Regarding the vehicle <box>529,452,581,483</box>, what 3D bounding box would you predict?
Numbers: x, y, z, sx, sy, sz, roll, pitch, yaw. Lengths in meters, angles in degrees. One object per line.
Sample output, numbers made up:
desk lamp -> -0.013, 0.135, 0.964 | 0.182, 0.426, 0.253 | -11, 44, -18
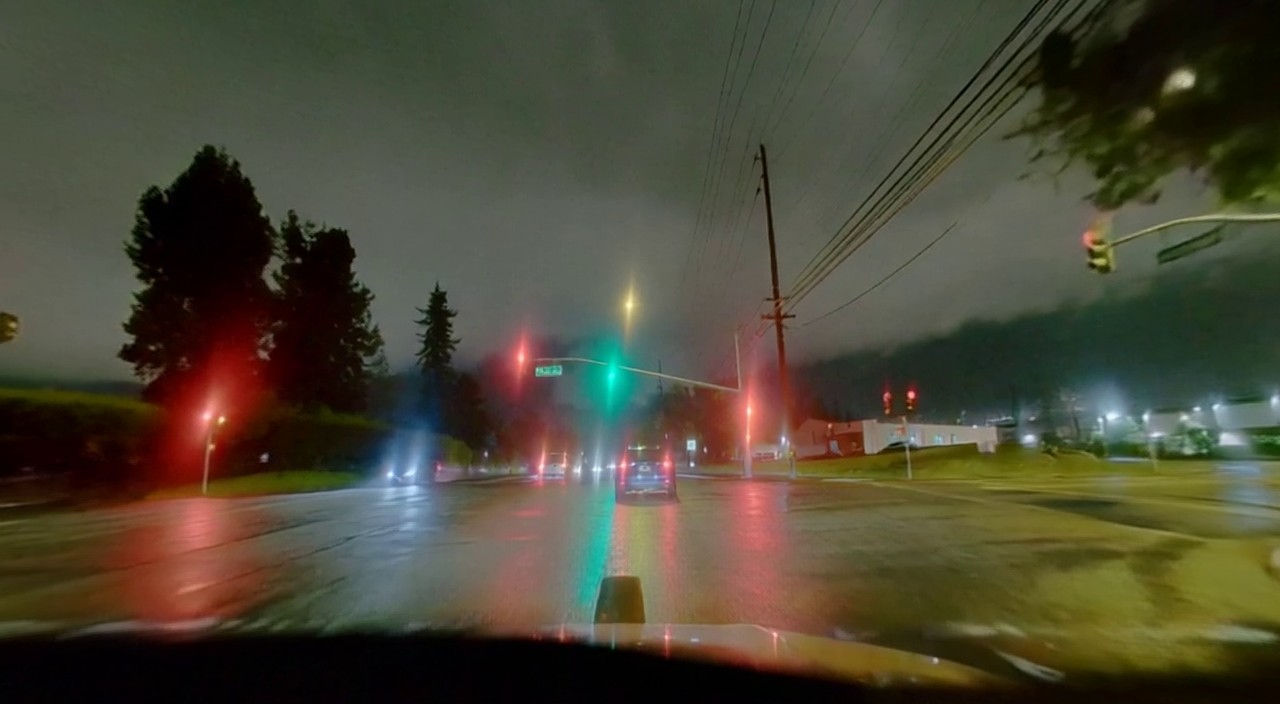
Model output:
vehicle -> -4.346, 6.018, 33.101 | 2.153, 1.474, 4.284 | 0, -9, 0

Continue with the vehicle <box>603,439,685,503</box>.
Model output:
vehicle -> 0.069, 3.425, 18.543 | 2.156, 1.636, 3.923 | 0, -9, -1

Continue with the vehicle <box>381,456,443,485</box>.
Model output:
vehicle -> -13.722, 7.166, 38.343 | 2.025, 1.571, 4.636 | 0, -9, 0
